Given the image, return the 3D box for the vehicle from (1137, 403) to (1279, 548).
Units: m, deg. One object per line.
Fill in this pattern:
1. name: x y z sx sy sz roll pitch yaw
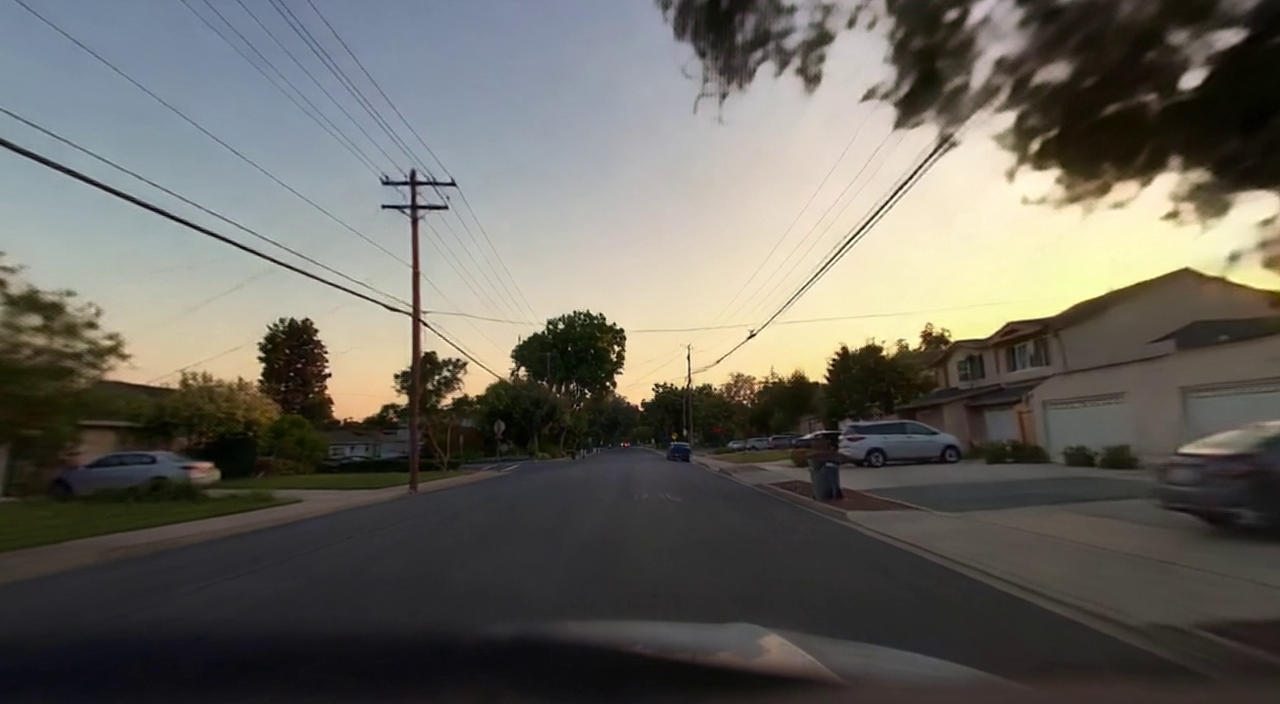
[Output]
1. vehicle: 9.249 1.370 7.741 4.575 1.569 1.924 -3 -8 1

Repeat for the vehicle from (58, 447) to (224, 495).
1. vehicle: -17.904 4.256 22.828 4.304 1.643 1.969 0 -8 1

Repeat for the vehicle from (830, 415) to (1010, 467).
1. vehicle: 11.048 3.568 25.299 5.968 1.963 2.573 1 -8 -3
